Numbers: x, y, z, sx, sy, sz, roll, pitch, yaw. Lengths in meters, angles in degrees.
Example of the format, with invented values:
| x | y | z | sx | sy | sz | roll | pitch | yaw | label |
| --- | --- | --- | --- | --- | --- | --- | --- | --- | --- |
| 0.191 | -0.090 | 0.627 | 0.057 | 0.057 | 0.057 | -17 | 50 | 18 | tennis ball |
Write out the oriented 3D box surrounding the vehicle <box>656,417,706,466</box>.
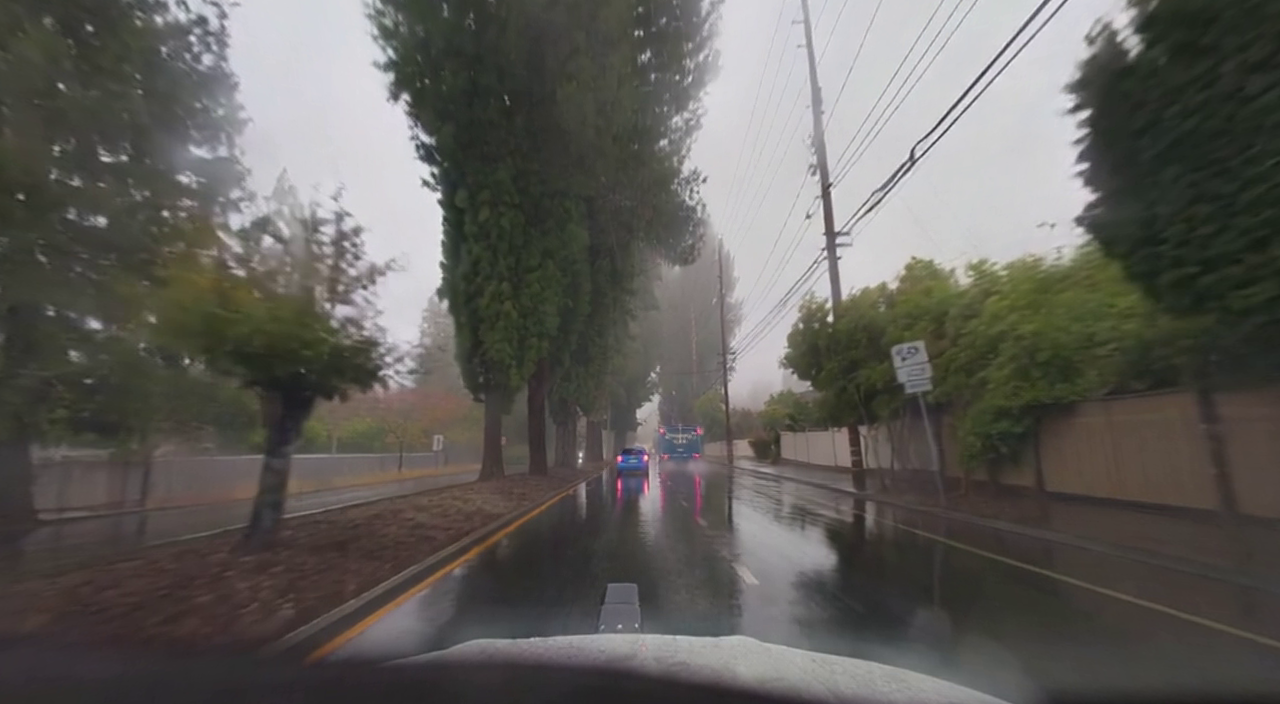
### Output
| x | y | z | sx | sy | sz | roll | pitch | yaw | label |
| --- | --- | --- | --- | --- | --- | --- | --- | --- | --- |
| 2.936 | 6.906 | 48.755 | 2.789 | 3.285 | 12.428 | 0 | -8 | -1 | vehicle |

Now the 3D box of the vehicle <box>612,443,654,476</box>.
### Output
| x | y | z | sx | sy | sz | roll | pitch | yaw | label |
| --- | --- | --- | --- | --- | --- | --- | --- | --- | --- |
| -0.347 | 5.421 | 32.177 | 2.018 | 1.511 | 3.993 | 0 | -8 | 0 | vehicle |
